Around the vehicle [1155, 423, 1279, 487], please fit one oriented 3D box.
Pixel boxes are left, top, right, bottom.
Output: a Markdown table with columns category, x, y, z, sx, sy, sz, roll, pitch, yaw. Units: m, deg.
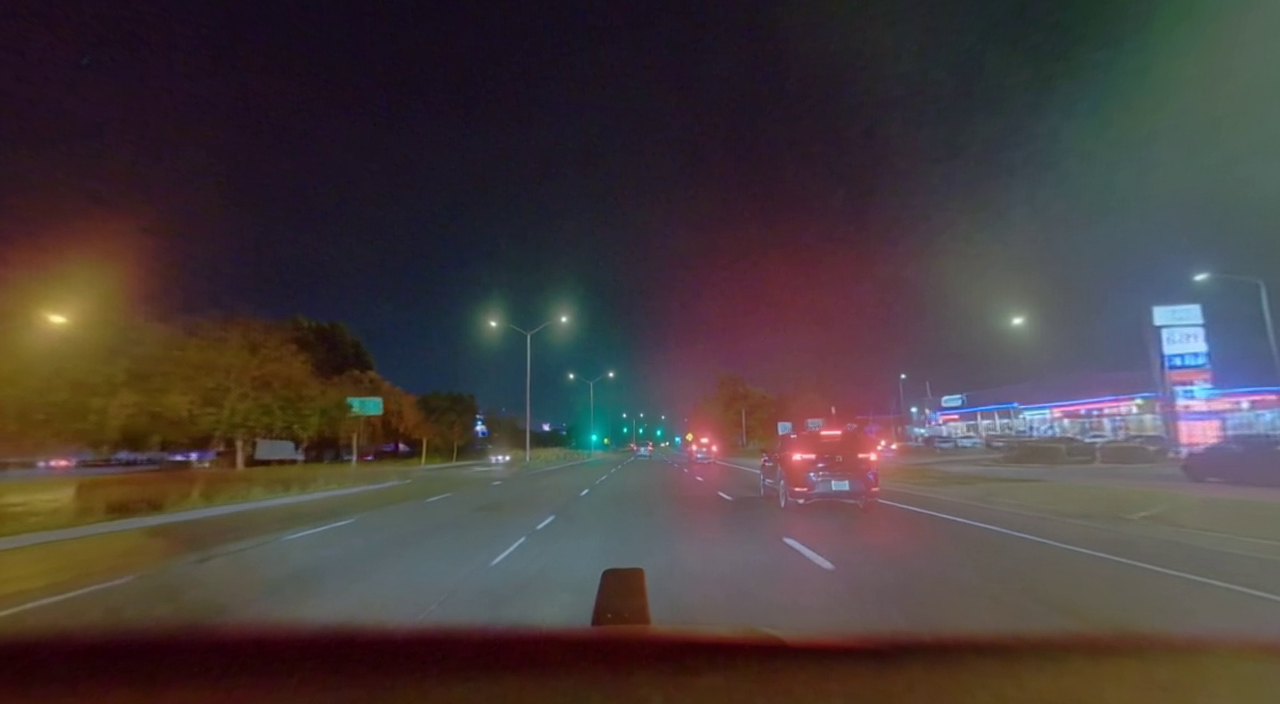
| category | x | y | z | sx | sy | sz | roll | pitch | yaw |
| --- | --- | --- | --- | --- | --- | --- | --- | --- | --- |
| vehicle | 16.695 | 2.682 | 16.640 | 4.233 | 1.562 | 2.143 | 0 | -8 | 2 |

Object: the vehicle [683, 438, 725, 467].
| category | x | y | z | sx | sy | sz | roll | pitch | yaw |
| --- | --- | --- | --- | --- | --- | --- | --- | --- | --- |
| vehicle | 3.856 | 6.128 | 38.677 | 2.007 | 1.683 | 4.171 | 0 | -8 | -1 |
